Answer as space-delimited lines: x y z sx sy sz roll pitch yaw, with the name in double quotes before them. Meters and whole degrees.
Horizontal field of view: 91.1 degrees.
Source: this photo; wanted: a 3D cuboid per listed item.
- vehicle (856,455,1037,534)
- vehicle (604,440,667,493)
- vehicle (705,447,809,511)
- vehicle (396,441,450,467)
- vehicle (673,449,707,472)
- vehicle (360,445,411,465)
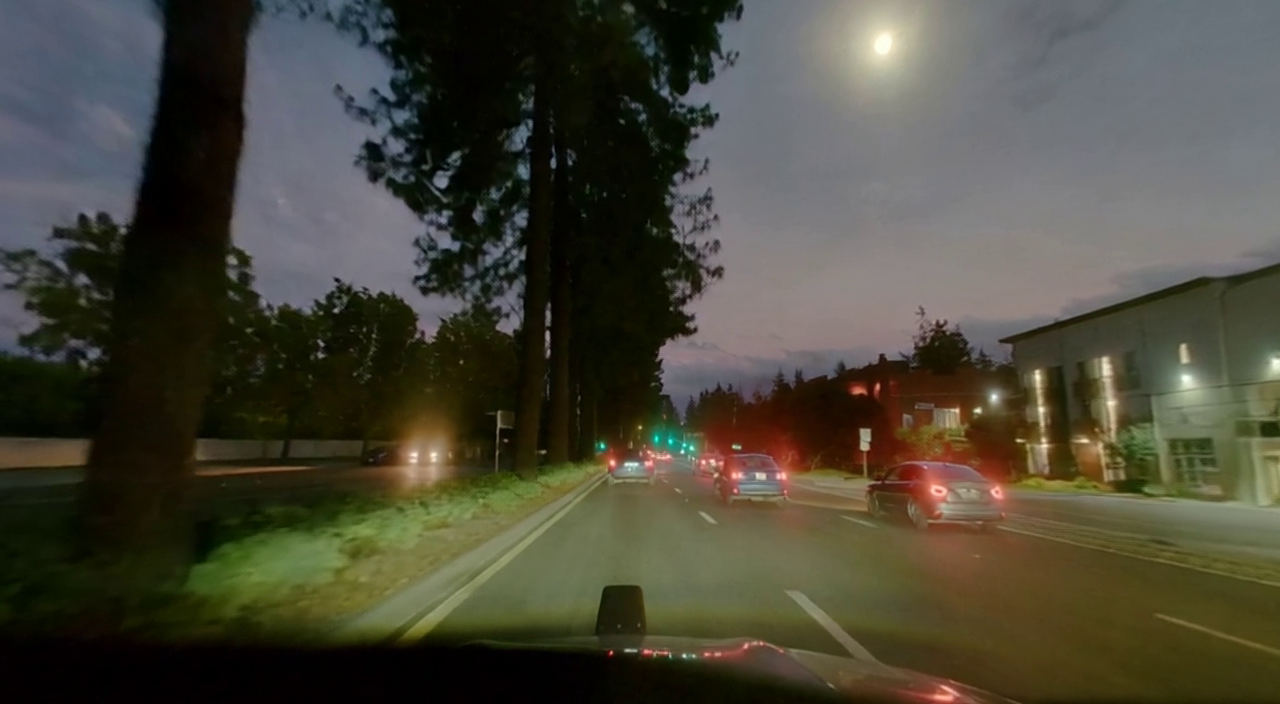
"vehicle" 6.719 3.131 14.407 1.944 1.458 4.268 0 -9 0
"vehicle" -0.145 3.946 22.026 2.008 1.674 4.239 0 -9 0
"vehicle" 3.035 3.356 17.191 1.932 1.510 4.168 0 -9 -1
"vehicle" -15.479 7.268 44.979 2.100 1.708 4.567 0 -9 2
"vehicle" 3.475 7.616 44.287 2.012 1.462 4.163 0 -9 -1
"vehicle" -18.961 7.696 47.034 1.905 1.428 4.637 0 -9 0
